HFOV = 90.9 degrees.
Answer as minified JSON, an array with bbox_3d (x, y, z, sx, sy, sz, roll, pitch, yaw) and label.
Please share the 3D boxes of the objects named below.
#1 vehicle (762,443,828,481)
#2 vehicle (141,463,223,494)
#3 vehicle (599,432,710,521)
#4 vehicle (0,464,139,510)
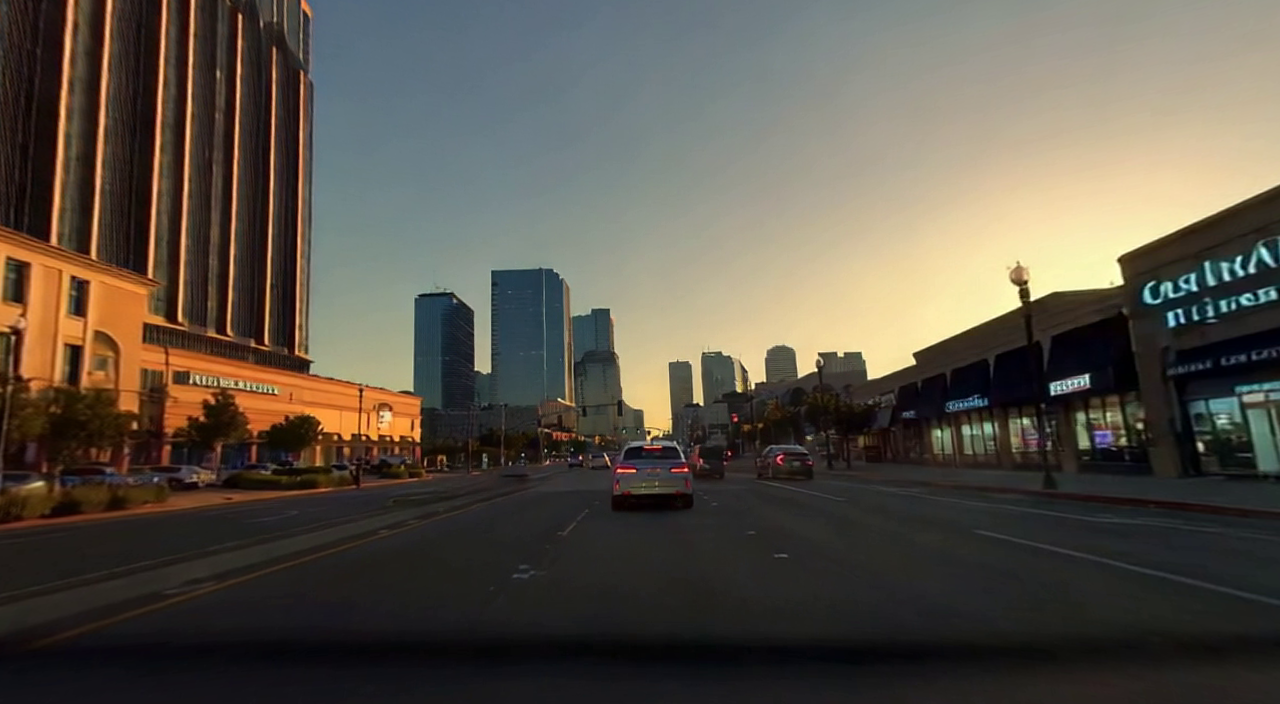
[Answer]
[{"bbox_3d":[7.189,5.146,29.746,2.086,1.627,4.294,0,-8,1],"label":"vehicle"},{"bbox_3d":[-27.892,7.700,38.543,1.861,1.578,4.152,0,-8,1],"label":"vehicle"},{"bbox_3d":[0.272,2.671,14.027,2.125,1.669,3.880,0,-8,0],"label":"vehicle"},{"bbox_3d":[-25.888,6.098,28.821,2.026,1.808,4.835,0,-9,-2],"label":"vehicle"}]
